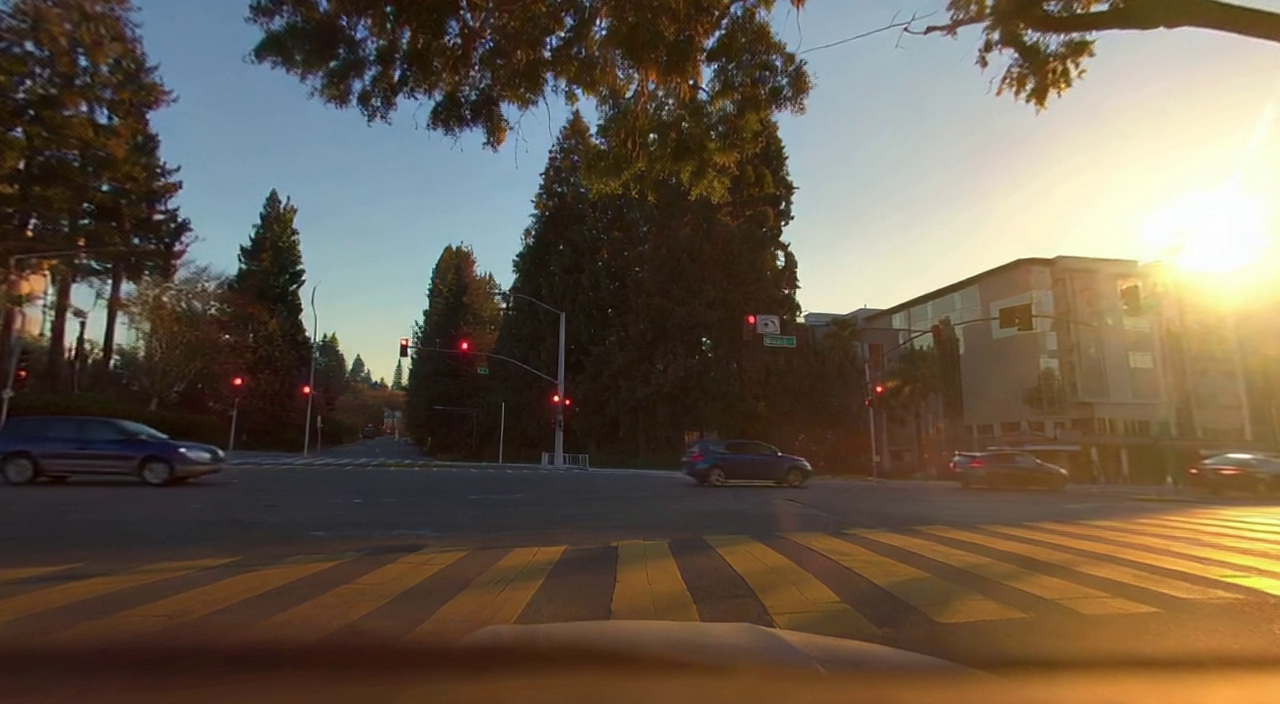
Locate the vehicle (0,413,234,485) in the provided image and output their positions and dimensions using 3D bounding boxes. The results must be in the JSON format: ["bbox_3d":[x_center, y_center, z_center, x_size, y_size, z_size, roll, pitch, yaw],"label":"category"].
[{"bbox_3d":[-14.490,2.667,17.280,5.155,1.784,2.174,4,-9,-18],"label":"vehicle"}]

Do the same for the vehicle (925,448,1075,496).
[{"bbox_3d":[12.500,4.115,21.961,4.475,1.496,1.861,2,-9,-17],"label":"vehicle"}]

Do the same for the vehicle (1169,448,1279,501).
[{"bbox_3d":[19.796,3.852,20.164,4.952,1.511,1.855,2,-9,-17],"label":"vehicle"}]

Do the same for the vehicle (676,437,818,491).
[{"bbox_3d":[3.900,4.065,23.253,4.708,1.810,1.986,3,-9,-17],"label":"vehicle"}]
